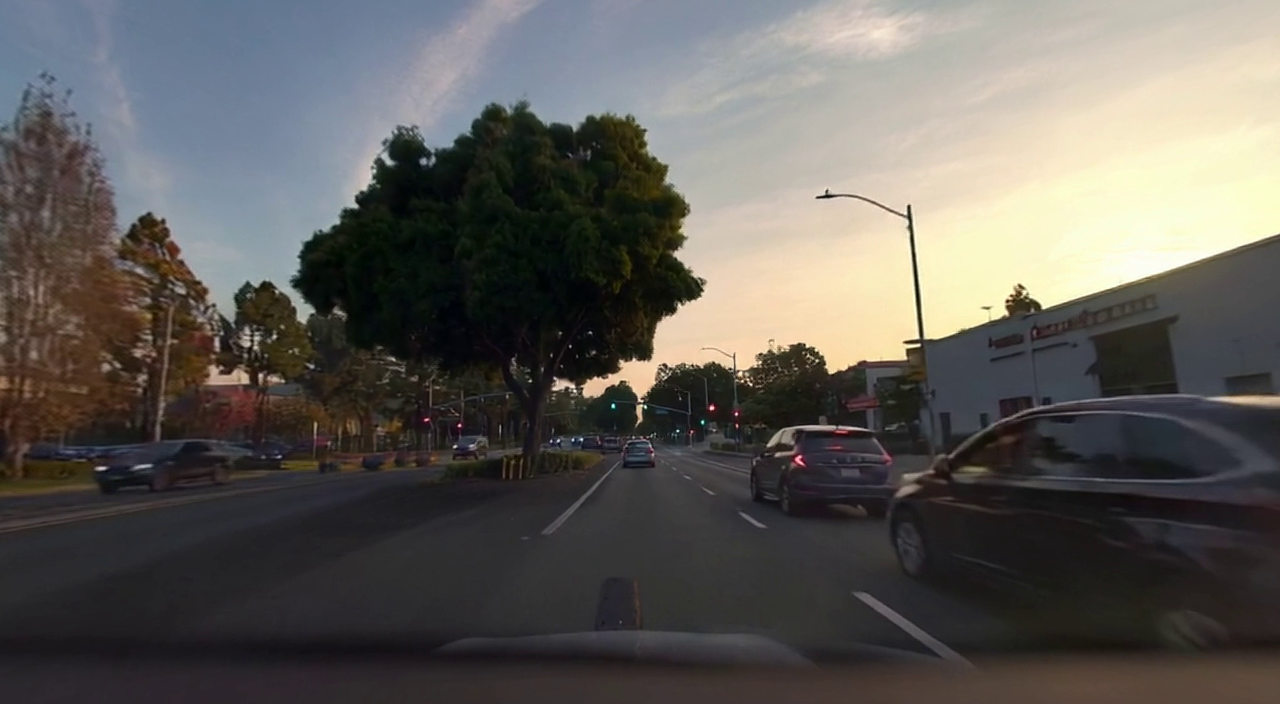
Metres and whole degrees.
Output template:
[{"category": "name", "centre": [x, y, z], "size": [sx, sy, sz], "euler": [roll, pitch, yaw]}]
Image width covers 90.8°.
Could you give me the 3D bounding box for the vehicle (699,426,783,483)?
[{"category": "vehicle", "centre": [3.323, 3.474, 21.699], "size": [2.082, 1.727, 4.338], "euler": [0, -8, -1]}]

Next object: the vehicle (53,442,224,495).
[{"category": "vehicle", "centre": [-15.378, 3.556, 19.734], "size": [1.846, 1.433, 4.274], "euler": [0, -8, 0]}]

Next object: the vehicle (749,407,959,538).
[{"category": "vehicle", "centre": [3.245, 1.933, 10.704], "size": [1.963, 1.736, 4.374], "euler": [0, -8, -1]}]

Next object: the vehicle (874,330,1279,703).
[{"category": "vehicle", "centre": [3.269, 1.019, 3.826], "size": [2.037, 1.673, 4.844], "euler": [-1, -8, 3]}]

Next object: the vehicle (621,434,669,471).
[{"category": "vehicle", "centre": [0.168, 4.584, 28.998], "size": [2.023, 1.532, 3.891], "euler": [0, -8, -1]}]

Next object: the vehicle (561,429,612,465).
[{"category": "vehicle", "centre": [-2.853, 5.222, 34.729], "size": [2.280, 1.810, 4.903], "euler": [0, -8, 1]}]

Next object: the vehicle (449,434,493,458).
[{"category": "vehicle", "centre": [-13.032, 7.287, 49.034], "size": [2.162, 1.777, 4.587], "euler": [0, -8, 0]}]
